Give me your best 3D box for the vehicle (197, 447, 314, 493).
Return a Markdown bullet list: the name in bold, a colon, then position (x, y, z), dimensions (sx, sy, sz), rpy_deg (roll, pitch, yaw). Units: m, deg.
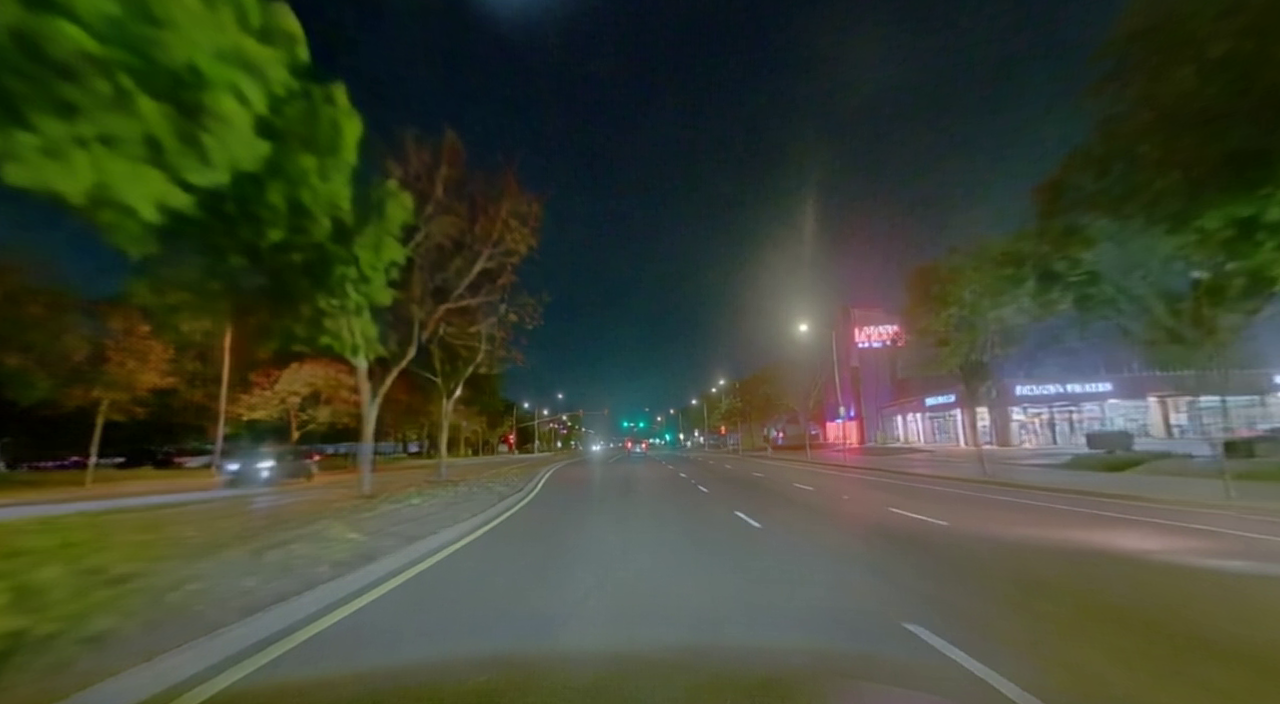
- **vehicle**: position (-13.807, 4.224, 23.053), dimensions (1.959, 1.485, 4.687), rpy_deg (1, -9, -9)
